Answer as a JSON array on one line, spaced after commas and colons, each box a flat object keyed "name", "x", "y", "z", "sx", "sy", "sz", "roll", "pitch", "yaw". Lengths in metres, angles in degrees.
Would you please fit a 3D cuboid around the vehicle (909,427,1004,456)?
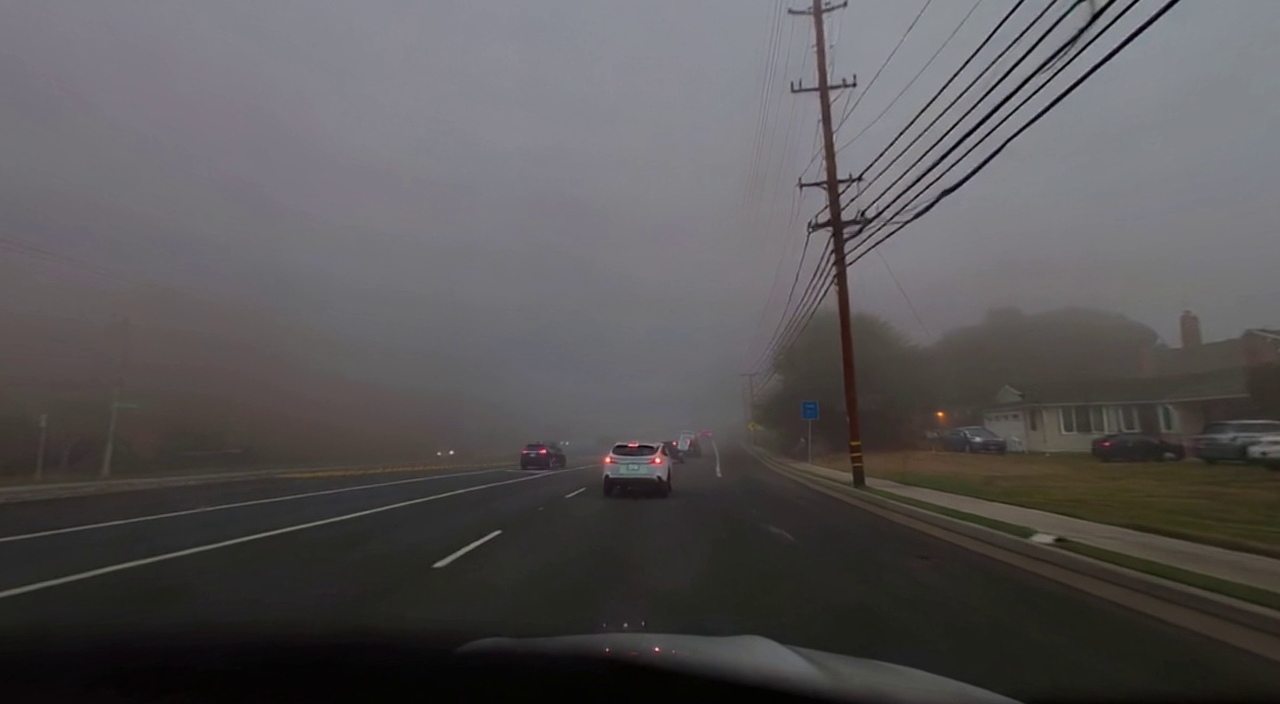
[{"name": "vehicle", "x": 19.412, "y": 5.550, "z": 38.857, "sx": 4.739, "sy": 1.708, "sz": 1.976, "roll": -2, "pitch": -9, "yaw": 8}]

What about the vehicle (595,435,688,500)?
[{"name": "vehicle", "x": 0.176, "y": 2.981, "z": 16.559, "sx": 2.117, "sy": 1.474, "sz": 4.036, "roll": -1, "pitch": -9, "yaw": 5}]

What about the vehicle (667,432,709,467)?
[{"name": "vehicle", "x": 2.900, "y": 5.768, "z": 37.292, "sx": 2.158, "sy": 1.939, "sz": 4.935, "roll": -2, "pitch": -9, "yaw": 8}]

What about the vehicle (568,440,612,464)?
[{"name": "vehicle", "x": -3.237, "y": 6.567, "z": 41.497, "sx": 1.928, "sy": 1.493, "sz": 4.289, "roll": -2, "pitch": -9, "yaw": 9}]

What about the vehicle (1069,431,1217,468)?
[{"name": "vehicle", "x": 21.272, "y": 4.163, "z": 26.804, "sx": 4.497, "sy": 1.460, "sz": 1.851, "roll": -2, "pitch": -10, "yaw": 5}]

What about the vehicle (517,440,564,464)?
[{"name": "vehicle", "x": -6.585, "y": 6.677, "z": 42.159, "sx": 1.983, "sy": 1.485, "sz": 4.159, "roll": -1, "pitch": -9, "yaw": 7}]
